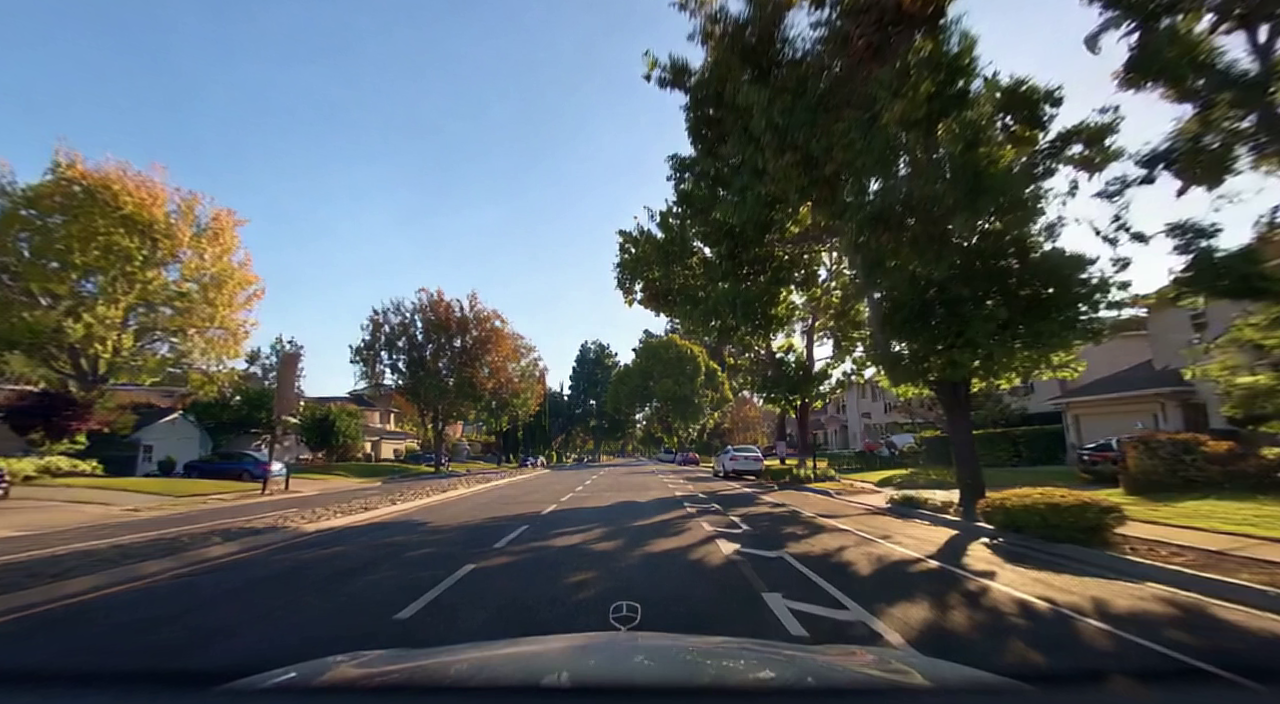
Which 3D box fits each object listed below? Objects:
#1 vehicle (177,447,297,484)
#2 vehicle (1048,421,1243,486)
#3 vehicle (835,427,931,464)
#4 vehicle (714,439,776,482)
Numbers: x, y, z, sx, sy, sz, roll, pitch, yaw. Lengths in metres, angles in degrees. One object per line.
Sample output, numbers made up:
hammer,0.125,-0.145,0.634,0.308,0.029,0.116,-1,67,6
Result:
vehicle,-20.574,5.793,32.392,4.818,1.625,2.012,1,-8,5
vehicle,15.211,3.091,19.255,4.108,1.734,1.898,-2,-9,5
vehicle,15.601,6.052,40.823,5.096,1.931,2.288,-4,-9,2
vehicle,4.911,5.157,30.216,2.082,1.763,4.718,3,-9,0
